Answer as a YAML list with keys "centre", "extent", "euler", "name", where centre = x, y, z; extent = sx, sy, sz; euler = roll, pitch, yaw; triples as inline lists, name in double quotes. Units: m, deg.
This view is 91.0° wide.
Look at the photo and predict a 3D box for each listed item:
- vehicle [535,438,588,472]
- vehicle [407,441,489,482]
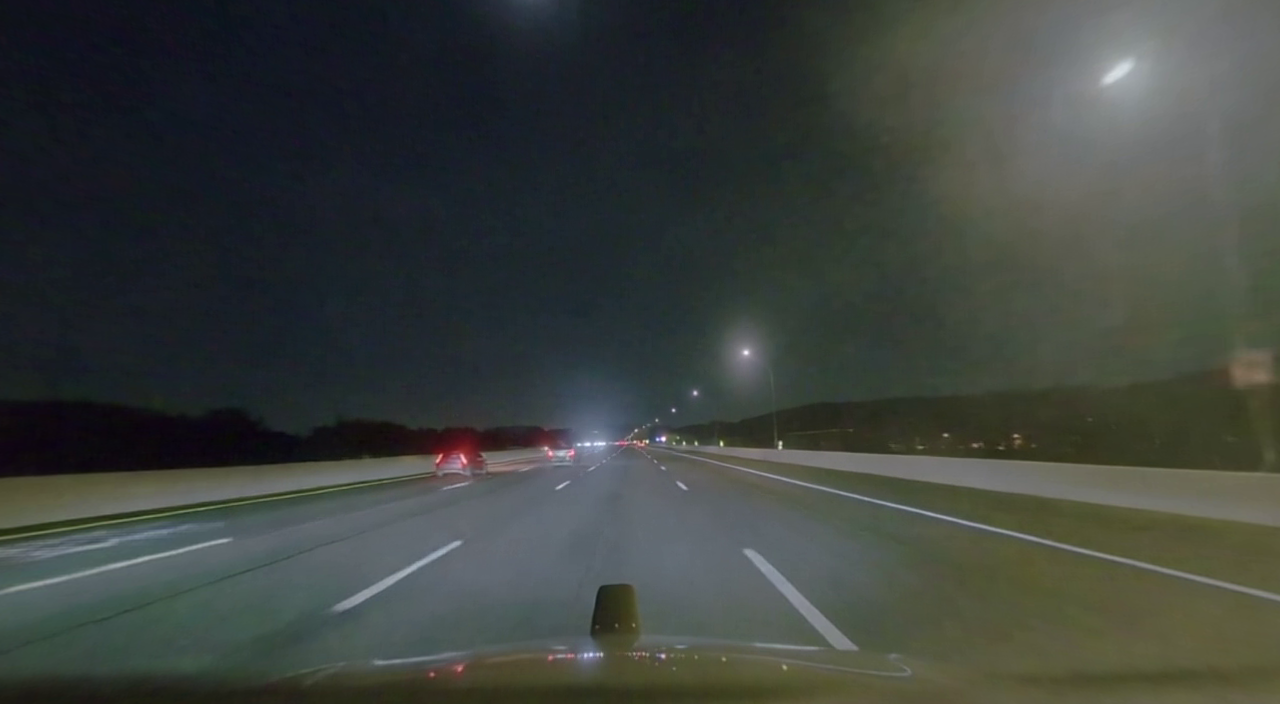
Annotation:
- centre: [-4.122, 5.454, 33.791]
  extent: [2.200, 1.662, 5.091]
  euler: [0, -8, 0]
  name: "vehicle"
- centre: [-7.900, 4.514, 26.383]
  extent: [1.924, 1.519, 4.791]
  euler: [0, -8, 0]
  name: "vehicle"
